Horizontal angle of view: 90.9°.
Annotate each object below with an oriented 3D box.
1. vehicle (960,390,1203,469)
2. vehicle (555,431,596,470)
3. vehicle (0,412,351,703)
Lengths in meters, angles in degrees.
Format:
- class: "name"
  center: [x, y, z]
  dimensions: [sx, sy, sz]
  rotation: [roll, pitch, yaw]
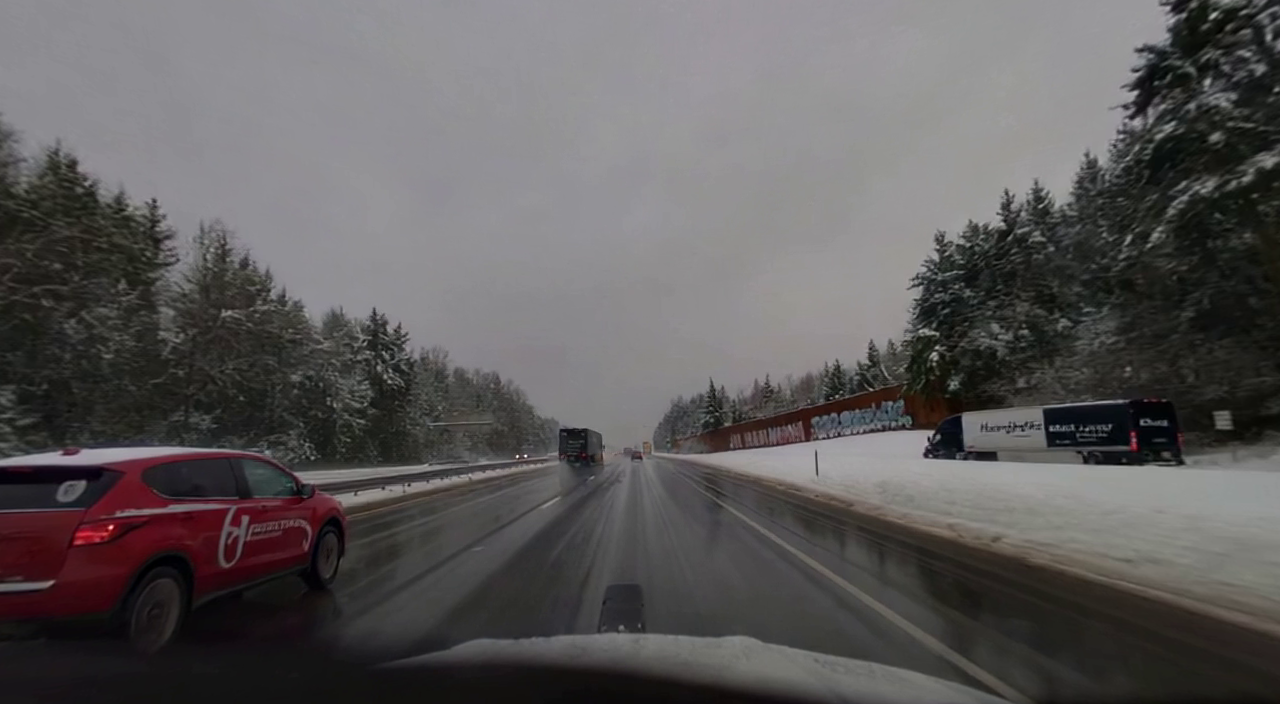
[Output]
- class: "vehicle"
  center: [26.227, 5.002, 39.074]
  dimensions: [2.782, 4.082, 12.925]
  rotation: [3, -9, -19]
- class: "vehicle"
  center: [-4.393, 6.881, 43.997]
  dimensions: [2.305, 2.517, 5.486]
  rotation: [0, -9, 0]
- class: "vehicle"
  center: [-4.238, 1.296, 4.725]
  dimensions: [2.024, 1.476, 4.466]
  rotation: [0, -9, 0]
